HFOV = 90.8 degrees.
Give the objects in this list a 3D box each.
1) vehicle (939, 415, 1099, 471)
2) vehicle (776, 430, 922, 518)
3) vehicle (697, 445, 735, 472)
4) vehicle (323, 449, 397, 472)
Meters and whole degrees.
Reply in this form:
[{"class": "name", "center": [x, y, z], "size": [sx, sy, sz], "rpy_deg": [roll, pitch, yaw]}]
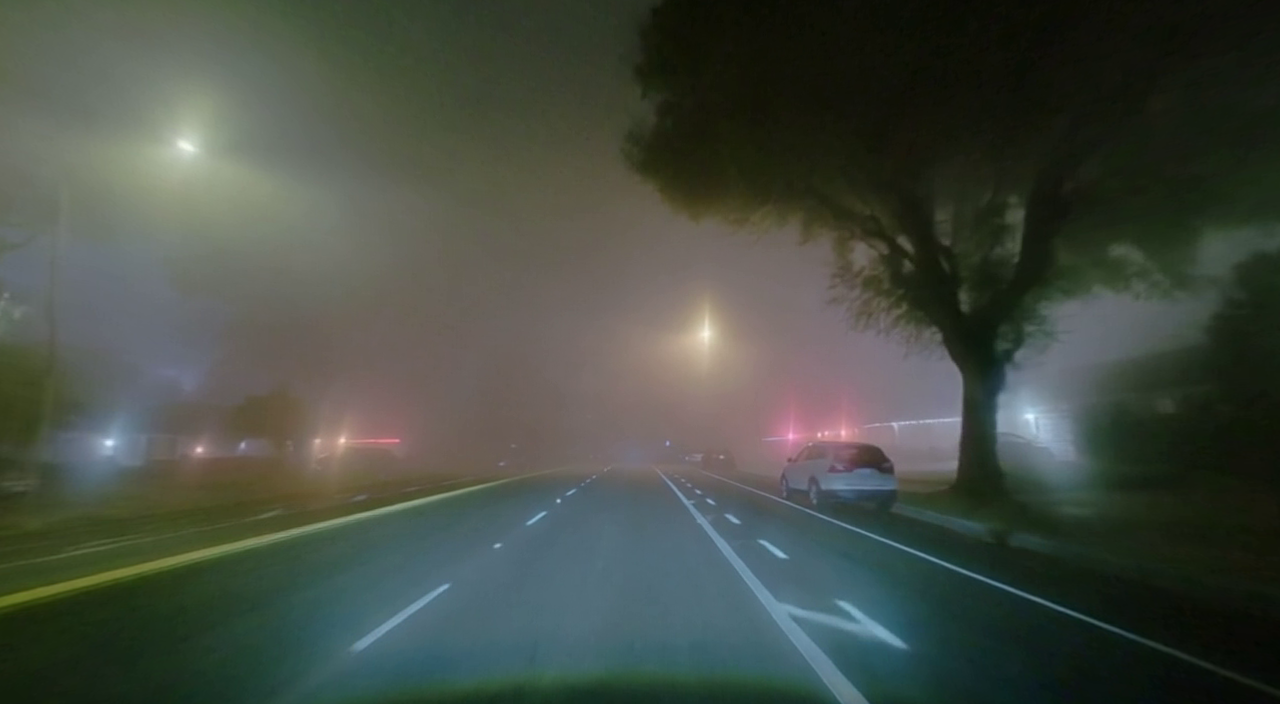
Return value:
[{"class": "vehicle", "center": [15.747, 3.836, 26.534], "size": [5.096, 1.931, 2.288], "rpy_deg": [-4, -9, 2]}, {"class": "vehicle", "center": [5.029, 2.967, 15.956], "size": [2.082, 1.763, 4.718], "rpy_deg": [3, -8, 0]}, {"class": "vehicle", "center": [4.810, 6.838, 40.402], "size": [1.934, 1.546, 5.009], "rpy_deg": [2, -10, 2]}, {"class": "vehicle", "center": [-20.913, 8.133, 47.290], "size": [4.534, 1.536, 1.952], "rpy_deg": [2, -8, 0]}]
